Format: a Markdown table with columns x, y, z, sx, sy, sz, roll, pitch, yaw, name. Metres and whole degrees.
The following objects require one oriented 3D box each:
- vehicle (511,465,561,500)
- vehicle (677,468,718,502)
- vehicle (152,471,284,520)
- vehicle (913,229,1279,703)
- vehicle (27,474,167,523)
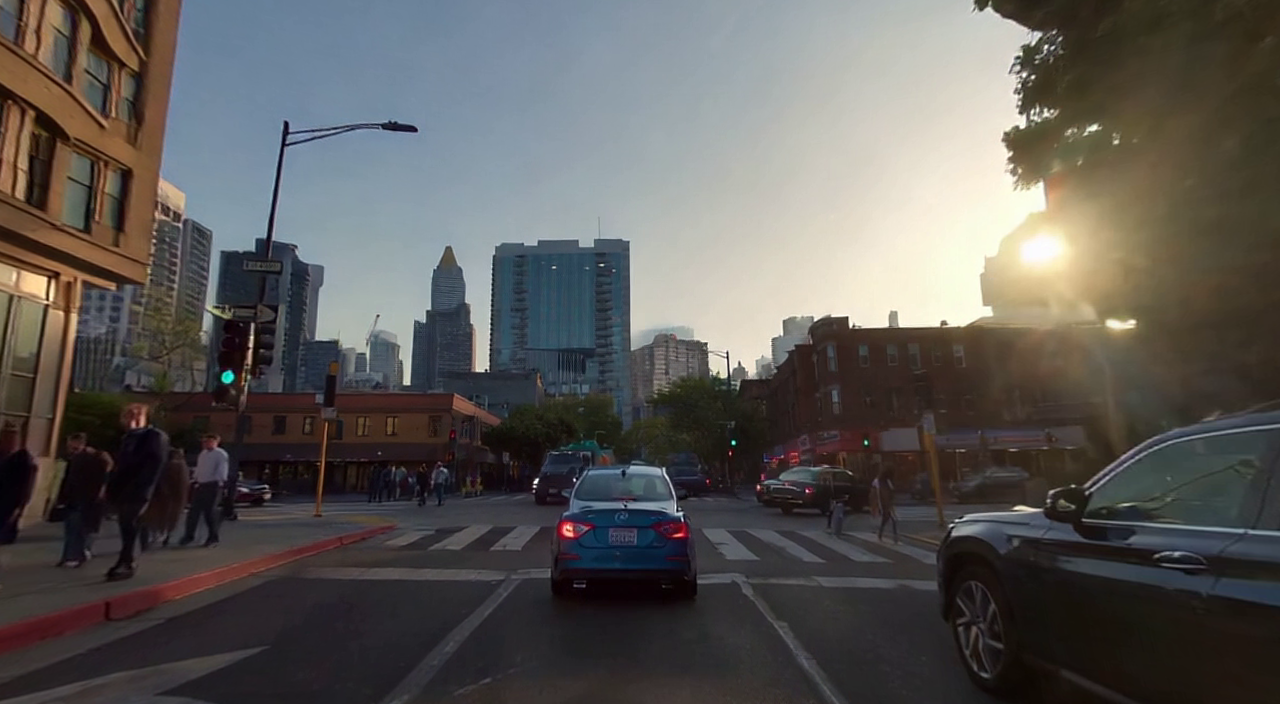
| x | y | z | sx | sy | sz | roll | pitch | yaw | name |
| --- | --- | --- | --- | --- | --- | --- | --- | --- | --- |
| -6.344 | 8.005 | 38.986 | 2.226 | 1.896 | 4.438 | -1 | -9 | 1 | vehicle |
| 3.477 | 8.130 | 38.775 | 1.908 | 1.741 | 4.066 | 0 | -9 | -3 | vehicle |
| -19.767 | 6.724 | 29.679 | 4.750 | 2.083 | 2.002 | -1 | -9 | 3 | vehicle |
| 3.200 | 0.534 | 1.215 | 2.632 | 1.979 | 6.096 | 0 | -9 | 0 | vehicle |
| -25.457 | 6.850 | 29.698 | 4.588 | 2.048 | 2.110 | 0 | -9 | 1 | vehicle |
